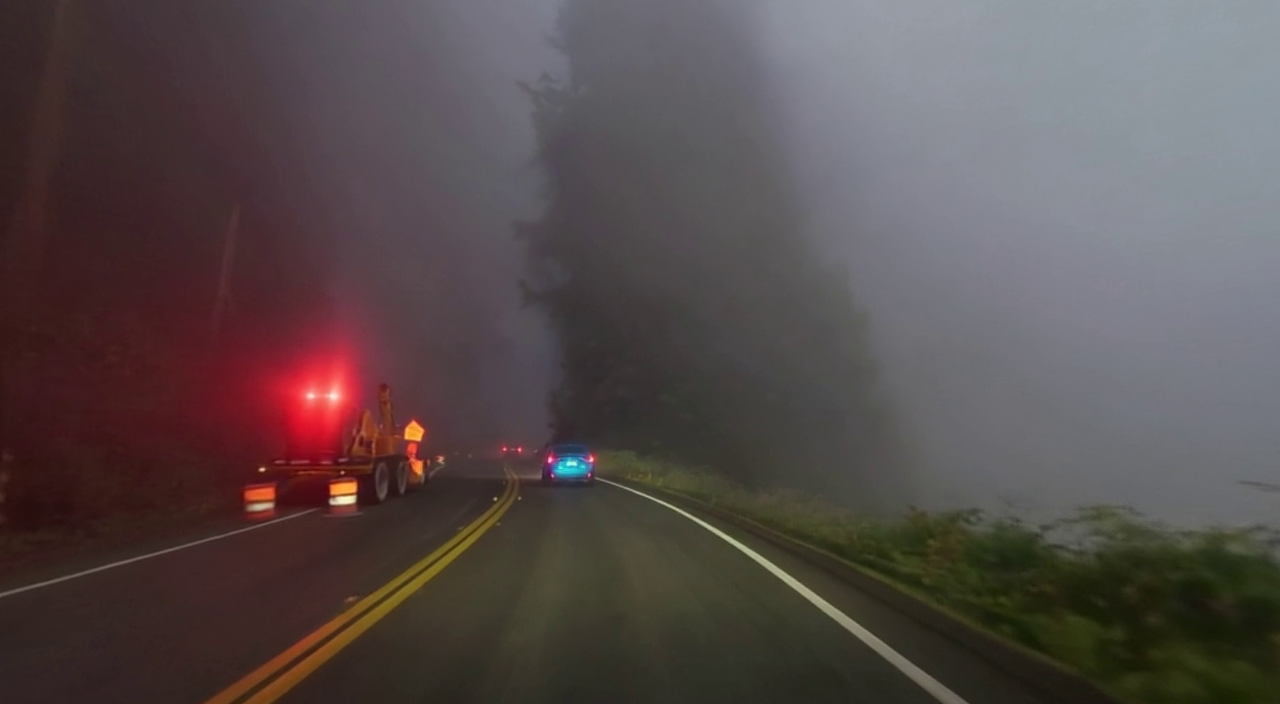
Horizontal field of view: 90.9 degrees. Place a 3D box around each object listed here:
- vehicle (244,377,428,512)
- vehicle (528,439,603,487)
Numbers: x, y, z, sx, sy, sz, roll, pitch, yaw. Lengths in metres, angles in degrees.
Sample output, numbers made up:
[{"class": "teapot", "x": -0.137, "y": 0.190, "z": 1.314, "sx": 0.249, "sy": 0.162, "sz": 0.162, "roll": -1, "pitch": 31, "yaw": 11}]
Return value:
[{"class": "vehicle", "x": -6.592, "y": 2.087, "z": 14.330, "sx": 2.257, "sy": 2.597, "sz": 4.069, "roll": 0, "pitch": -8, "yaw": -4}, {"class": "vehicle", "x": -2.703, "y": 3.825, "z": 22.136, "sx": 2.259, "sy": 1.503, "sz": 4.075, "roll": 2, "pitch": -8, "yaw": -11}]
